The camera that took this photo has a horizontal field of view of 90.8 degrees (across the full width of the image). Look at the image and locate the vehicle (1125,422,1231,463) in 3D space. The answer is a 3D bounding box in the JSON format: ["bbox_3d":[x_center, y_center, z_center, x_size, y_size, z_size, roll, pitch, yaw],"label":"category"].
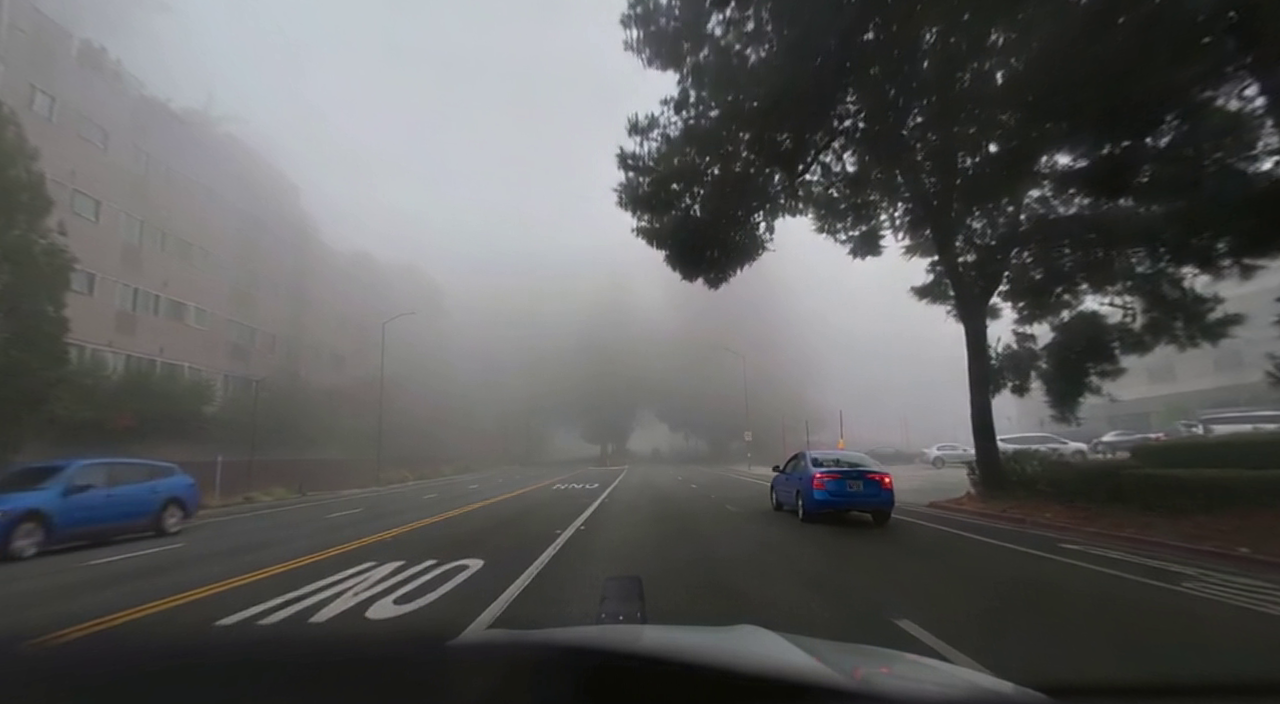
[{"bbox_3d":[34.606,5.851,40.899,2.369,2.475,5.128,0,-8,2],"label":"vehicle"}]

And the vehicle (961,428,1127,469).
[{"bbox_3d":[19.151,4.605,30.255,6.156,1.801,2.491,-1,-9,2],"label":"vehicle"}]

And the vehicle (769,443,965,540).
[{"bbox_3d":[4.034,2.535,12.204,2.114,1.493,4.430,0,-9,0],"label":"vehicle"}]

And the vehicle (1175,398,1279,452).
[{"bbox_3d":[30.022,3.581,30.538,2.279,2.416,6.795,0,-9,-1],"label":"vehicle"}]

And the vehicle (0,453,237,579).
[{"bbox_3d":[-9.509,2.582,10.837,1.937,1.624,4.913,0,-9,0],"label":"vehicle"}]
